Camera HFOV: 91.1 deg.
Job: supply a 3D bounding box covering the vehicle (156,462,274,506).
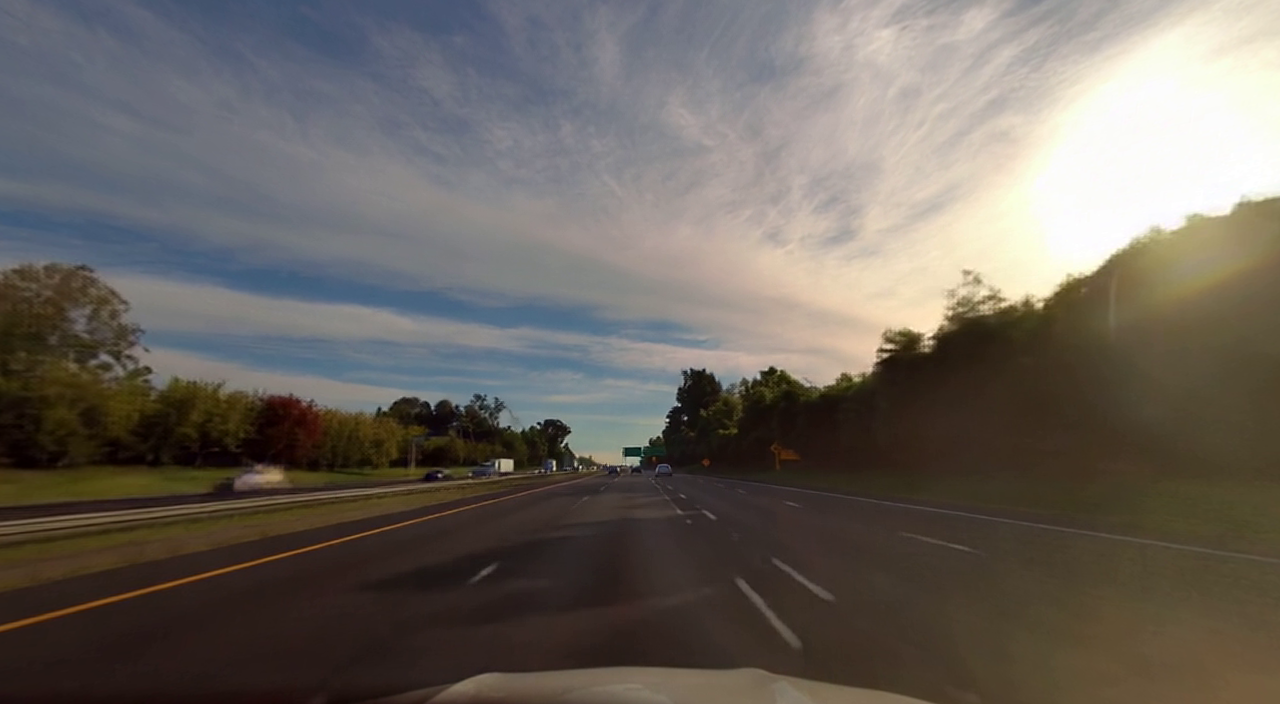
[{"bbox_3d":[-18.042,5.617,26.969,2.041,1.667,4.171,1,-10,1],"label":"vehicle"}]
